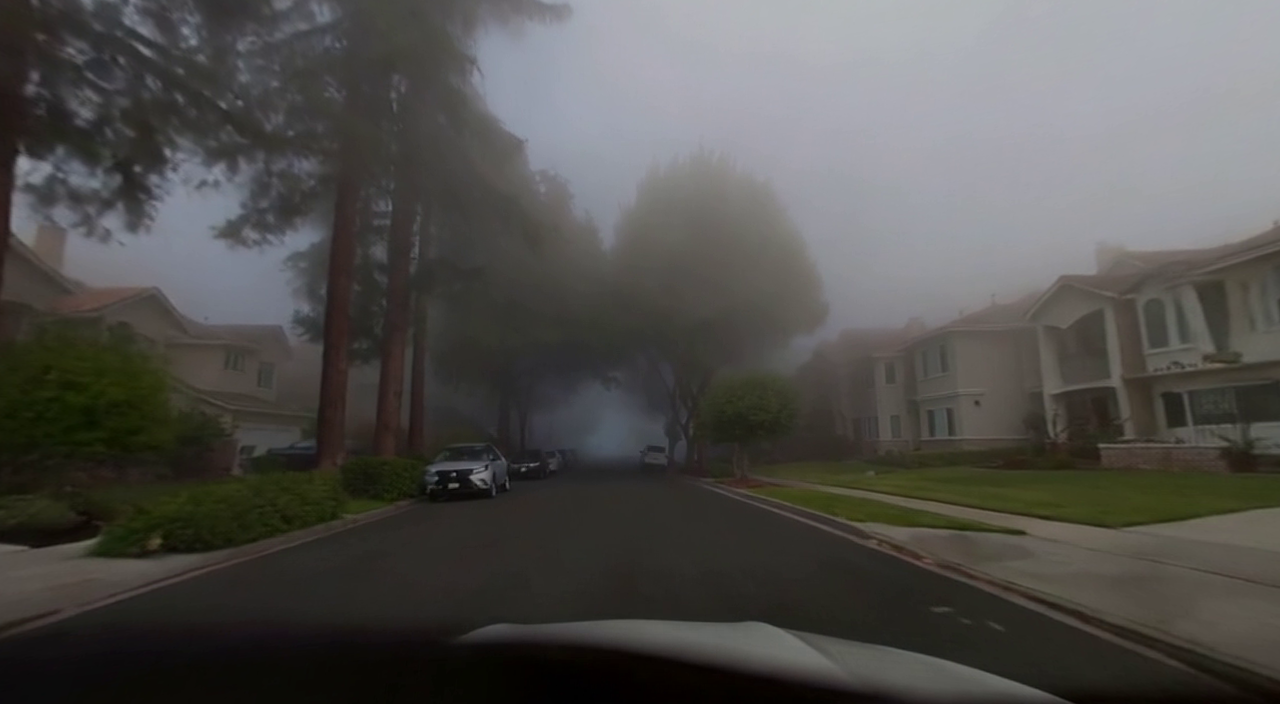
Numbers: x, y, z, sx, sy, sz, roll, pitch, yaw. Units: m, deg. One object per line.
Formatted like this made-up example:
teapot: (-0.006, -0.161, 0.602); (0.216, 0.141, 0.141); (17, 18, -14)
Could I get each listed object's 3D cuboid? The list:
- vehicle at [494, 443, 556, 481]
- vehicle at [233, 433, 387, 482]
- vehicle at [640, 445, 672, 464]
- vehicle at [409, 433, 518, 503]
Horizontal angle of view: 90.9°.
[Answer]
vehicle: (-5.046, 4.908, 28.388); (2.086, 1.493, 4.582); (-1, -9, -2)
vehicle: (-11.820, 3.796, 22.824); (4.414, 1.658, 1.988); (0, -9, -3)
vehicle: (1.207, 8.087, 49.850); (2.000, 1.456, 5.251); (1, -9, -5)
vehicle: (-4.717, 3.199, 17.615); (1.974, 1.664, 4.539); (0, -10, -4)
